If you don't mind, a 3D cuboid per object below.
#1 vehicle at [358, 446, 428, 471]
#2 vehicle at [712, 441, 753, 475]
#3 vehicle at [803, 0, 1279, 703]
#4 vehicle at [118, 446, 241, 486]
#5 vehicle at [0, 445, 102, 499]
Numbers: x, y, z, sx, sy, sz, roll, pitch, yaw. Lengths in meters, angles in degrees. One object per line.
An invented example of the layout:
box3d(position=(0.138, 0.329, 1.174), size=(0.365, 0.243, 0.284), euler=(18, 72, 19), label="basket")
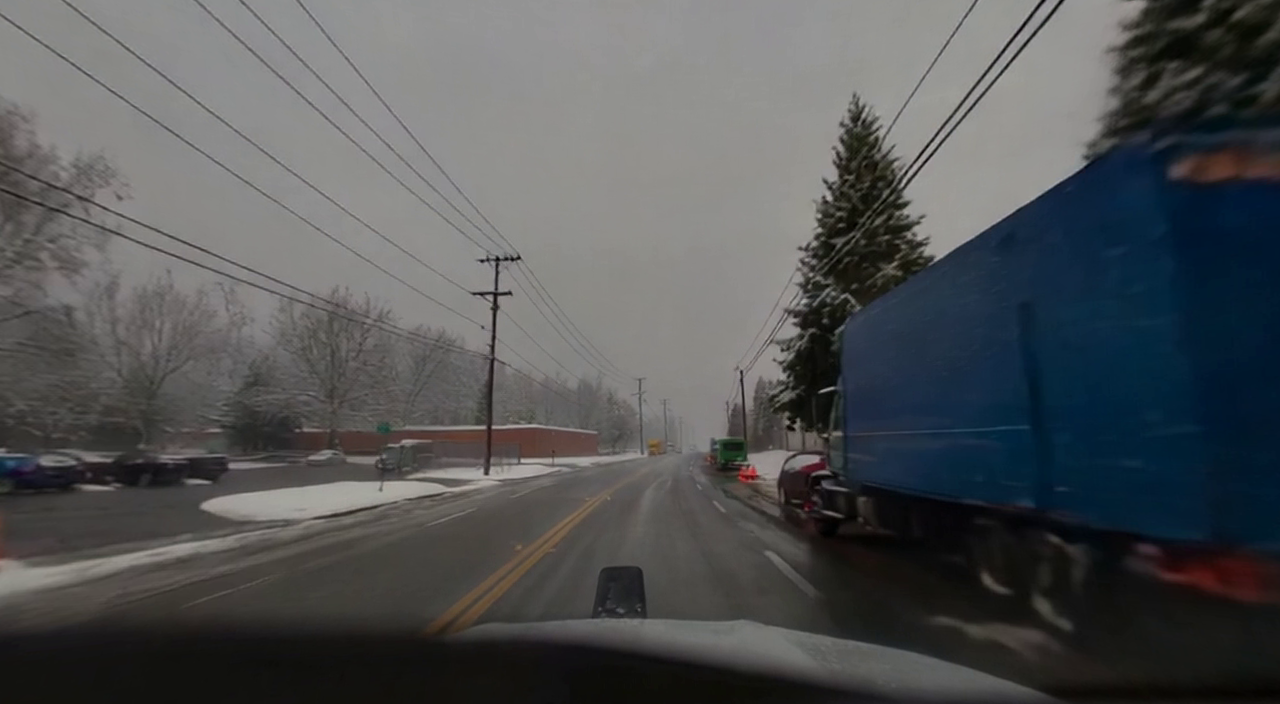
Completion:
box3d(position=(-17.433, 7.503, 44.897), size=(2.102, 1.628, 5.130), euler=(-2, -8, 11), label="vehicle")
box3d(position=(5.724, 6.596, 39.705), size=(2.010, 1.985, 5.124), euler=(0, -8, 2), label="vehicle")
box3d(position=(4.115, 0.553, 6.111), size=(3.058, 3.269, 7.674), euler=(0, -9, 0), label="vehicle")
box3d(position=(-22.897, 5.674, 31.581), size=(4.417, 1.867, 2.030), euler=(1, -8, -5), label="vehicle")
box3d(position=(-23.235, 4.372, 23.049), size=(5.007, 1.837, 2.050), euler=(1, -9, -7), label="vehicle")
